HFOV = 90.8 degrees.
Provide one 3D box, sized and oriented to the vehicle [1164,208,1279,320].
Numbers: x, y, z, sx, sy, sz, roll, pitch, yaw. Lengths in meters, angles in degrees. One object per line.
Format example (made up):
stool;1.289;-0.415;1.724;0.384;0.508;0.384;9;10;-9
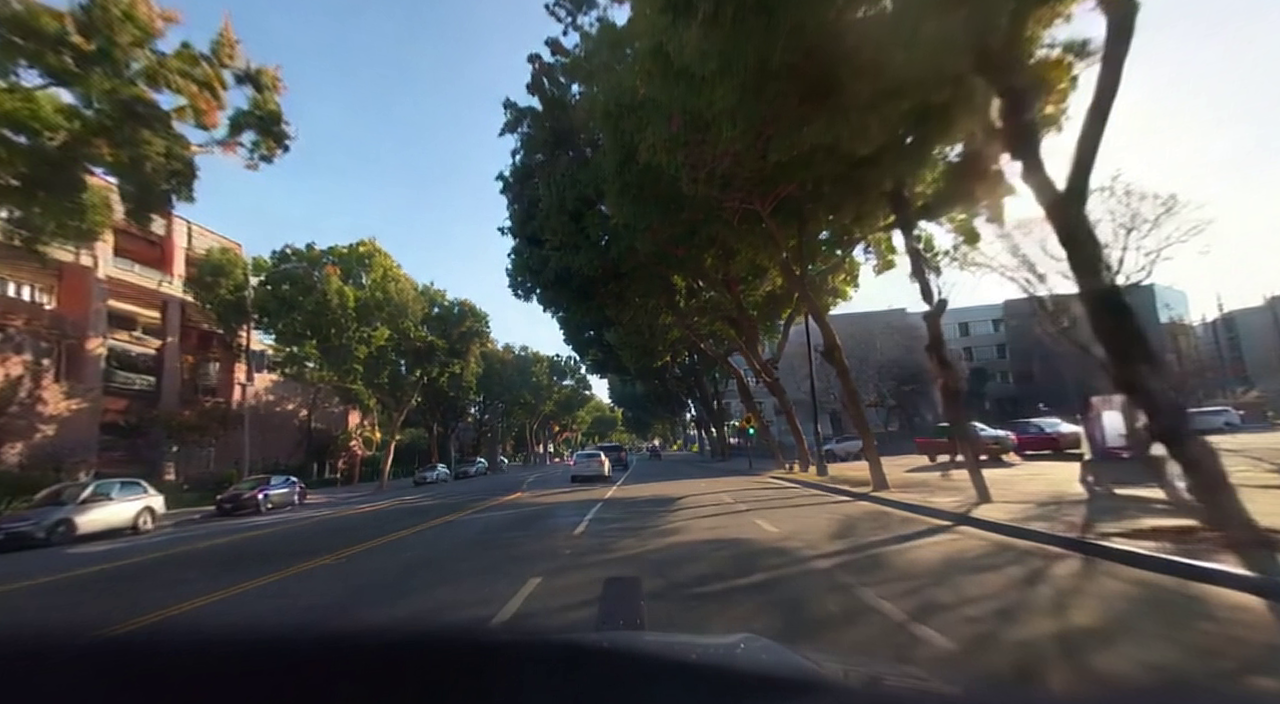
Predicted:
vehicle;12.317;-1.572;11.521;3.827;1.556;1.730;-1;-10;2

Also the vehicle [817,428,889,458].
vehicle;12.878;5.524;38.347;3.556;1.414;1.851;-5;-7;-3

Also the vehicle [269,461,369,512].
vehicle;-14.807;6.182;29.491;1.917;1.775;5.018;-9;-9;0

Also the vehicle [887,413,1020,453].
vehicle;13.572;3.575;27.623;4.619;1.626;2.121;-1;-9;5

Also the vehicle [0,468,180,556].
vehicle;-15.300;4.237;17.181;2.079;1.847;4.592;-4;-9;2

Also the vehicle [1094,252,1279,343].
vehicle;12.921;-1.210;14.337;3.766;1.593;1.771;-2;-9;-2

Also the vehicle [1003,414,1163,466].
vehicle;13.452;2.667;19.356;3.527;1.496;1.836;0;-7;-2

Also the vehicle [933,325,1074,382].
vehicle;12.873;0.087;22.572;3.826;1.601;1.807;-3;-8;-2

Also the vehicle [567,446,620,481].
vehicle;-2.061;5.083;29.021;2.051;1.454;4.132;0;-8;1

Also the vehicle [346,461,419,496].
vehicle;-14.295;7.014;35.341;1.984;1.635;4.525;-3;-9;3

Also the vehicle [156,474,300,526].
vehicle;-14.858;5.345;23.180;2.021;1.438;4.616;-2;-9;3
